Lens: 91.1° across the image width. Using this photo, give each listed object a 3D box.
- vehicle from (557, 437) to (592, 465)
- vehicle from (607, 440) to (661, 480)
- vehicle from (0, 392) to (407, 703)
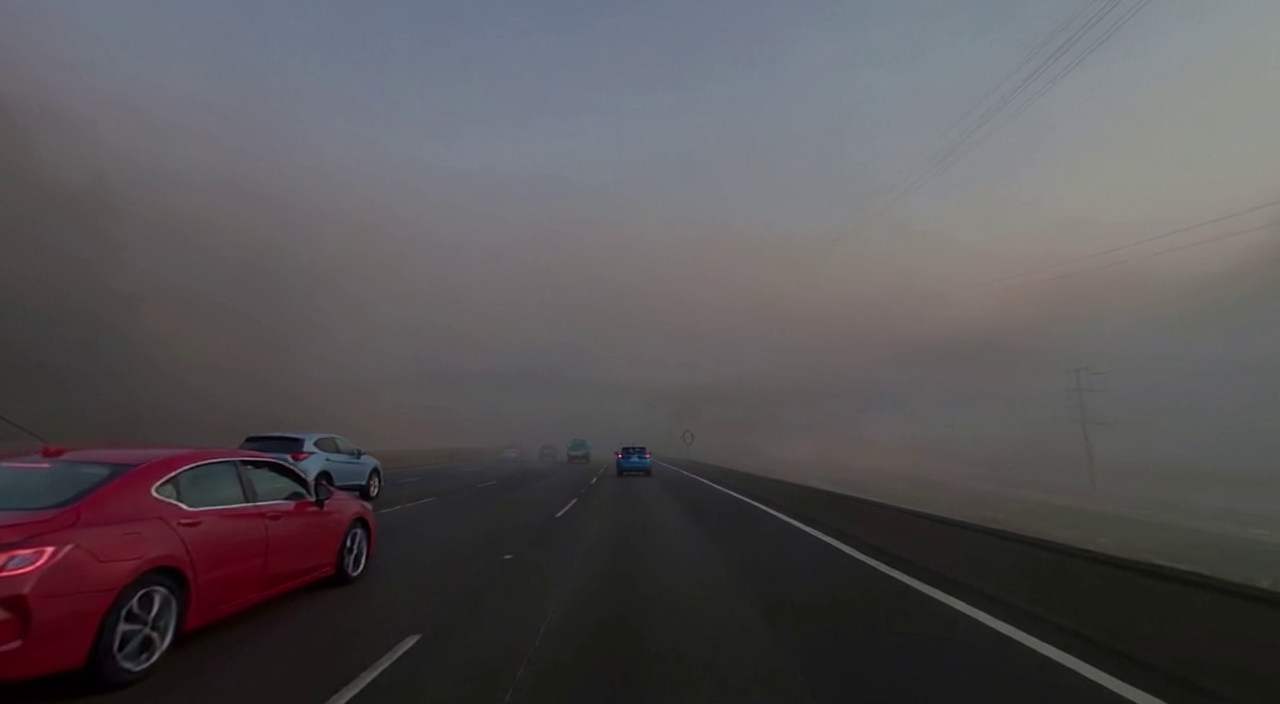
[{"bbox_3d":[-4.411,6.748,42.960,2.174,1.806,3.932,1,-9,-3],"label":"vehicle"},{"bbox_3d":[-0.288,4.260,25.002,1.954,1.460,3.983,1,-9,-2],"label":"vehicle"},{"bbox_3d":[-3.630,1.233,4.604,2.035,1.514,4.600,0,-9,0],"label":"vehicle"}]
